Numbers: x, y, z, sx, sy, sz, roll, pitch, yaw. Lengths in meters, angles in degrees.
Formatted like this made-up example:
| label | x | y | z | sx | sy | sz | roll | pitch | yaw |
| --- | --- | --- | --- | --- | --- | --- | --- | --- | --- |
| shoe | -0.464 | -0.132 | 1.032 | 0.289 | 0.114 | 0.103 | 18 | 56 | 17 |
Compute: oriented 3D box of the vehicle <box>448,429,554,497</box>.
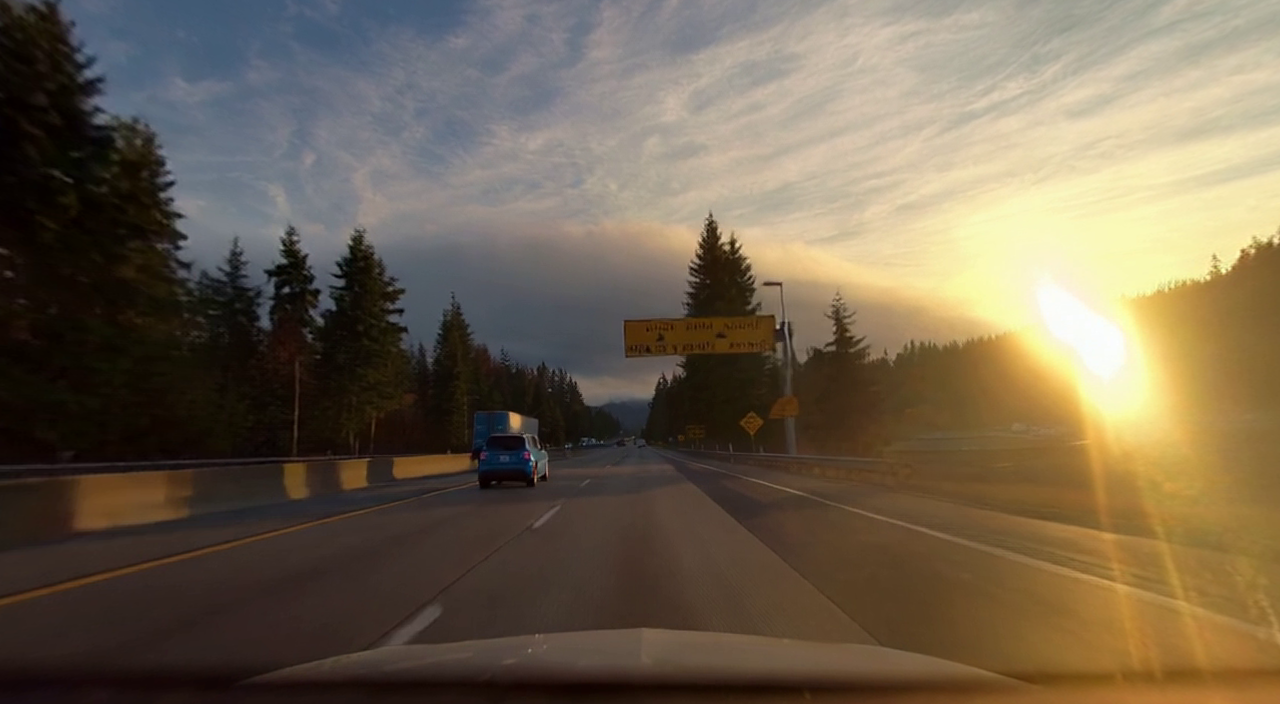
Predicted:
| label | x | y | z | sx | sy | sz | roll | pitch | yaw |
| --- | --- | --- | --- | --- | --- | --- | --- | --- | --- |
| vehicle | -3.913 | 3.216 | 18.651 | 2.084 | 1.752 | 4.479 | 0 | -8 | 1 |
